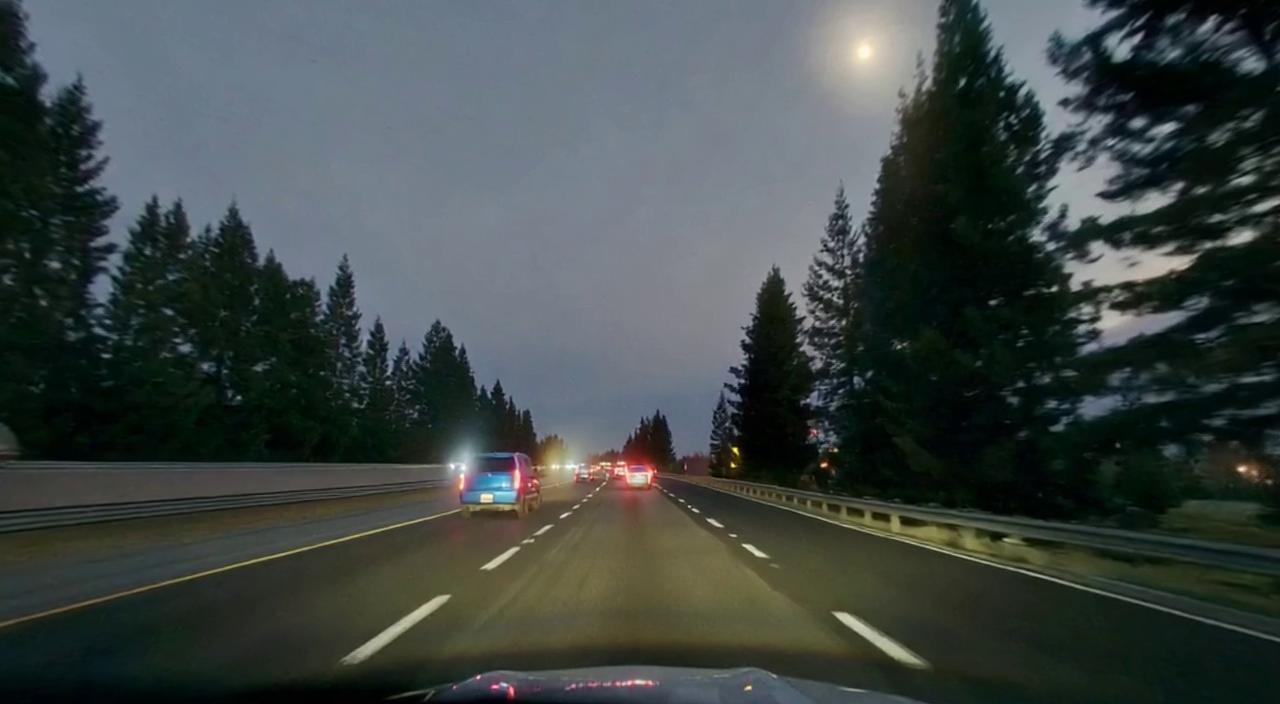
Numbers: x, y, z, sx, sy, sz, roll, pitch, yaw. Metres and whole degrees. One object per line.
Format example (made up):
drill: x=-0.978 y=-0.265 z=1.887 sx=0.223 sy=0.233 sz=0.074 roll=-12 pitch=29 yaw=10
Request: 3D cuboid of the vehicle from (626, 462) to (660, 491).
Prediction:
vehicle: x=0.142 y=7.301 z=37.018 sx=1.905 sy=1.559 sz=3.491 roll=1 pitch=-10 yaw=-1

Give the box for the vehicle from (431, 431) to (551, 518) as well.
vehicle: x=-4.034 y=3.471 z=18.075 sx=2.237 sy=2.113 sz=4.815 roll=1 pitch=-10 yaw=0
